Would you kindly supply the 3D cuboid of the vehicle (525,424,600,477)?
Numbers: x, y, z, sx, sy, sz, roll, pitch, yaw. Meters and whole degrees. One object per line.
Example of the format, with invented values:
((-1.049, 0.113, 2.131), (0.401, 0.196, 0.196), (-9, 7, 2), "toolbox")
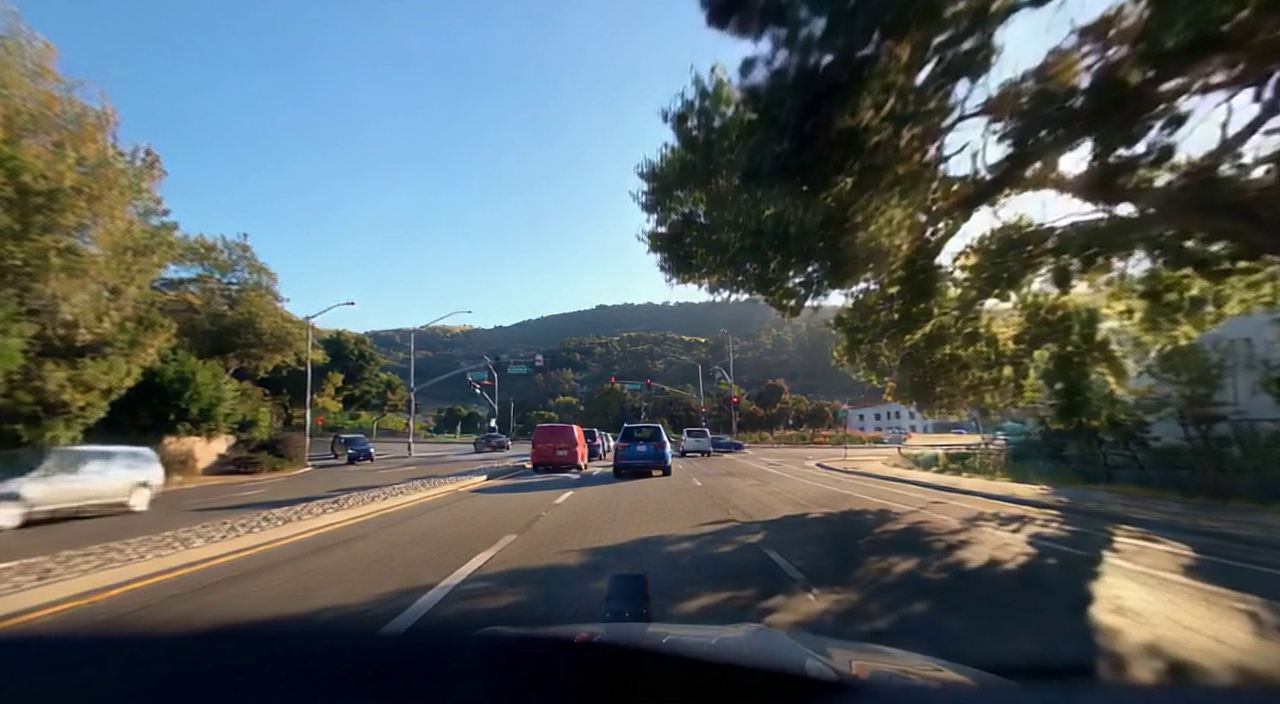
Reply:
((-2.770, 3.679, 23.699), (2.131, 1.783, 4.540), (0, -8, 2), "vehicle")

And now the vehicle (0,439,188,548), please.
((-9.869, 2.181, 10.229), (1.991, 1.469, 4.596), (1, -9, -5), "vehicle")

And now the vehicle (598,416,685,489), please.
((0.093, 2.854, 18.117), (2.185, 1.822, 4.391), (0, -8, 2), "vehicle")

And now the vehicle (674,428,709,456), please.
((3.263, 5.777, 40.430), (1.817, 1.662, 3.843), (0, -8, -1), "vehicle")

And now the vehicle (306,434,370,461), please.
((-20.989, 6.644, 43.721), (4.717, 1.754, 2.053), (-7, -11, 39), "vehicle")
